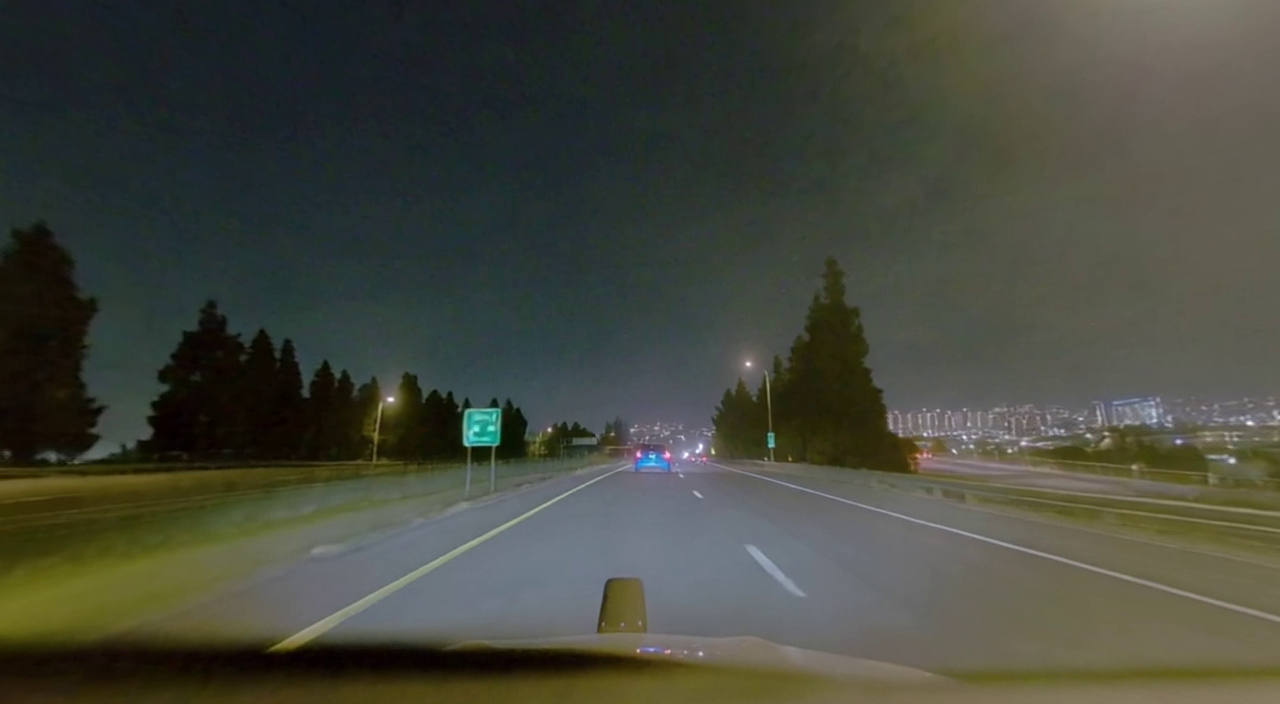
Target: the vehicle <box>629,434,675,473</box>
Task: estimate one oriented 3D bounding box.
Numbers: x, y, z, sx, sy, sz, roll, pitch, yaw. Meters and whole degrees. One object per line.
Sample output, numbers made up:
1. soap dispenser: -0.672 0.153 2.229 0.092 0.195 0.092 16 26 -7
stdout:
1. vehicle: 0.774 6.021 37.264 2.546 2.126 5.153 -1 -9 2
